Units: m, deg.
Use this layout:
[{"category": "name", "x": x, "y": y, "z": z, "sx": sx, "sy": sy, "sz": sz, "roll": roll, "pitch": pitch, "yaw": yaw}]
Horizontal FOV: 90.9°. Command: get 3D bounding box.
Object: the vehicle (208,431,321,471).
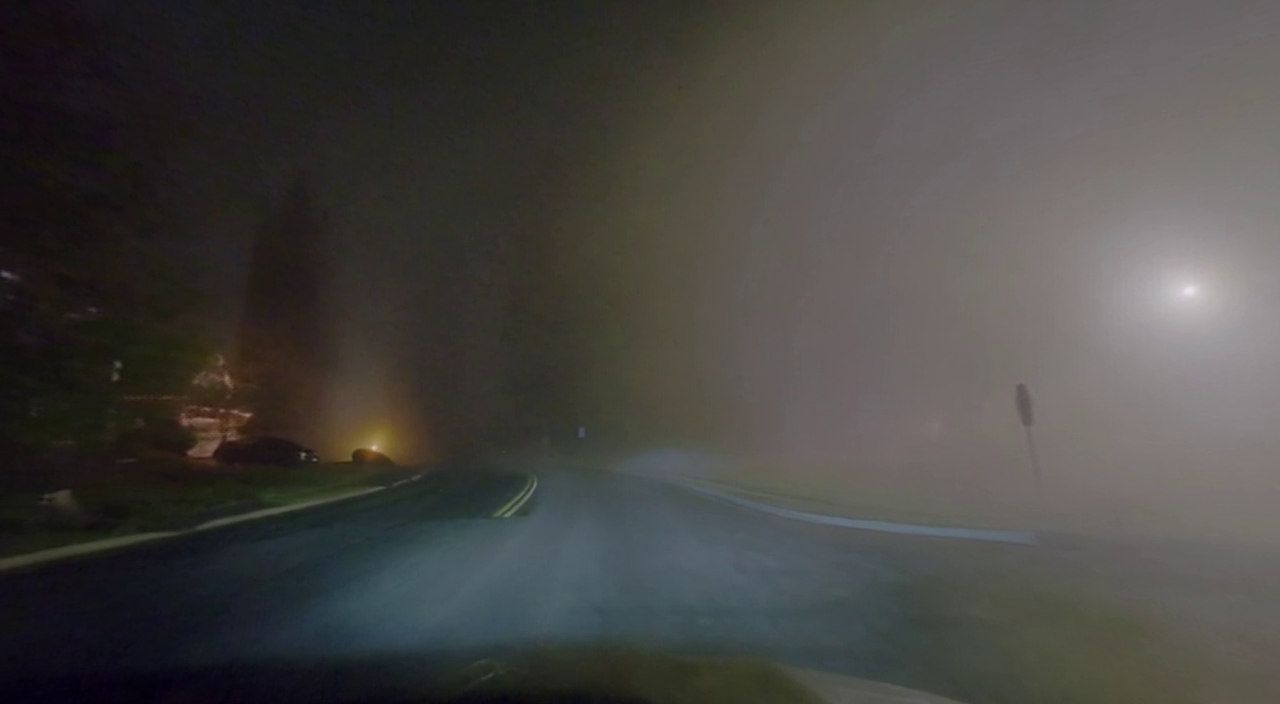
[{"category": "vehicle", "x": -18.674, "y": 4.918, "z": 31.432, "sx": 4.562, "sy": 1.857, "sz": 2.129, "roll": -1, "pitch": -9, "yaw": 16}]
